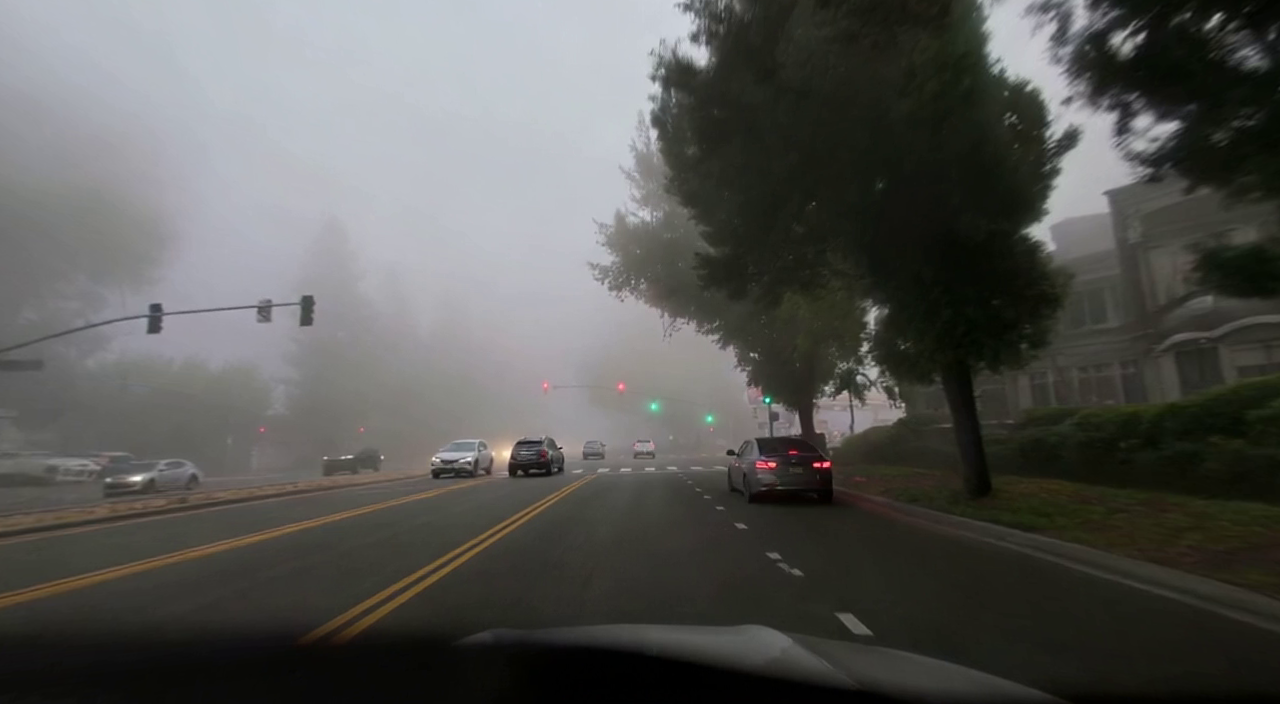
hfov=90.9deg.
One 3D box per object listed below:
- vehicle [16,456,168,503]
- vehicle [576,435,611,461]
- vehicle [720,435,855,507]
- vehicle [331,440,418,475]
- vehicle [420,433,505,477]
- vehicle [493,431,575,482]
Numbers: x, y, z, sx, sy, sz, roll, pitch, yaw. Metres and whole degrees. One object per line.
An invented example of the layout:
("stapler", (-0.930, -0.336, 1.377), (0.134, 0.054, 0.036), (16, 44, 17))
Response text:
("vehicle", (-22.707, 5.251, 26.468), (1.887, 1.673, 4.985), (0, -8, 0))
("vehicle", (-3.360, 7.040, 46.125), (2.126, 1.810, 4.414), (0, -8, 1))
("vehicle", (3.348, 2.802, 15.405), (2.095, 1.475, 4.686), (0, -8, -1))
("vehicle", (-15.515, 6.202, 37.291), (2.486, 1.876, 5.659), (0, -8, 3))
("vehicle", (-7.721, 4.533, 28.091), (2.224, 1.747, 5.274), (0, -8, 0))
("vehicle", (-3.812, 3.855, 23.545), (2.250, 1.713, 4.422), (0, -8, 1))
